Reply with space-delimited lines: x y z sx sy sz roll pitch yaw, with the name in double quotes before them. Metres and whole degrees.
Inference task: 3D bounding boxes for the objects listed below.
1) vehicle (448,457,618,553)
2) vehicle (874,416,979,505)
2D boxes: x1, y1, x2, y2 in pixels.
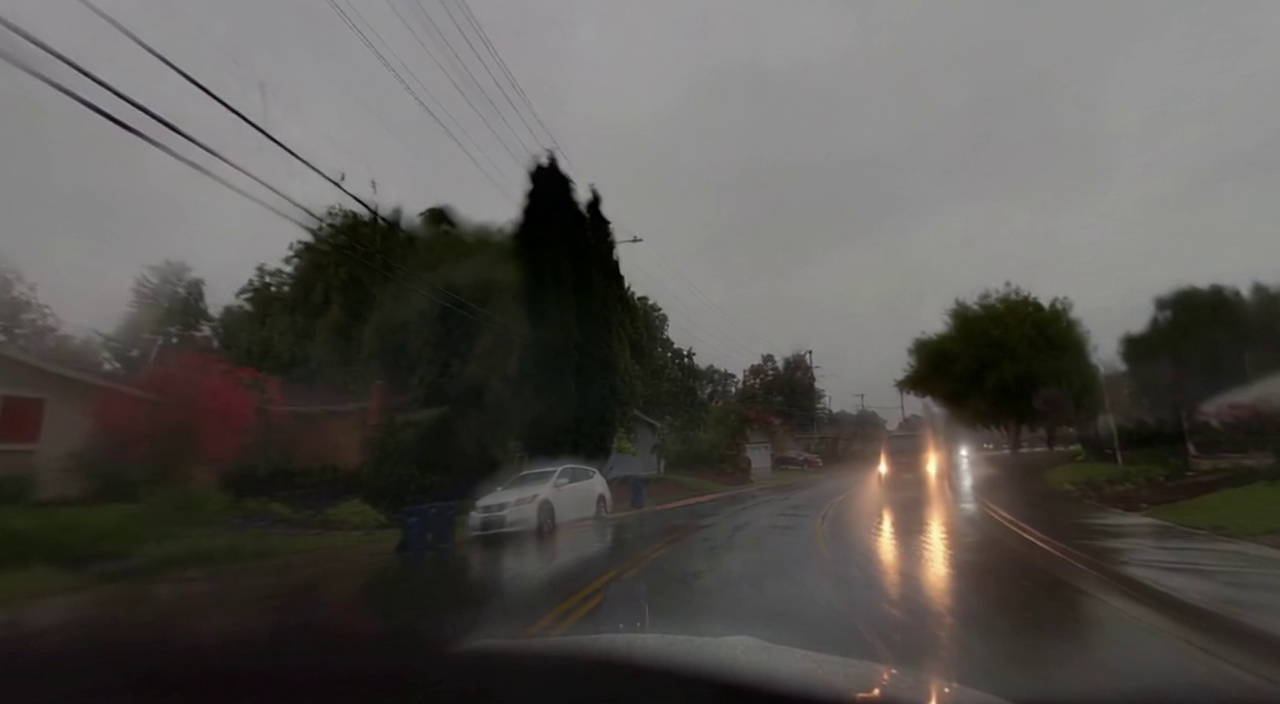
"vehicle" -2.464 3.672 15.970 2.039 1.949 4.511 -4 -9 24
"vehicle" 7.730 2.816 16.770 2.086 1.974 4.890 -5 -10 28
